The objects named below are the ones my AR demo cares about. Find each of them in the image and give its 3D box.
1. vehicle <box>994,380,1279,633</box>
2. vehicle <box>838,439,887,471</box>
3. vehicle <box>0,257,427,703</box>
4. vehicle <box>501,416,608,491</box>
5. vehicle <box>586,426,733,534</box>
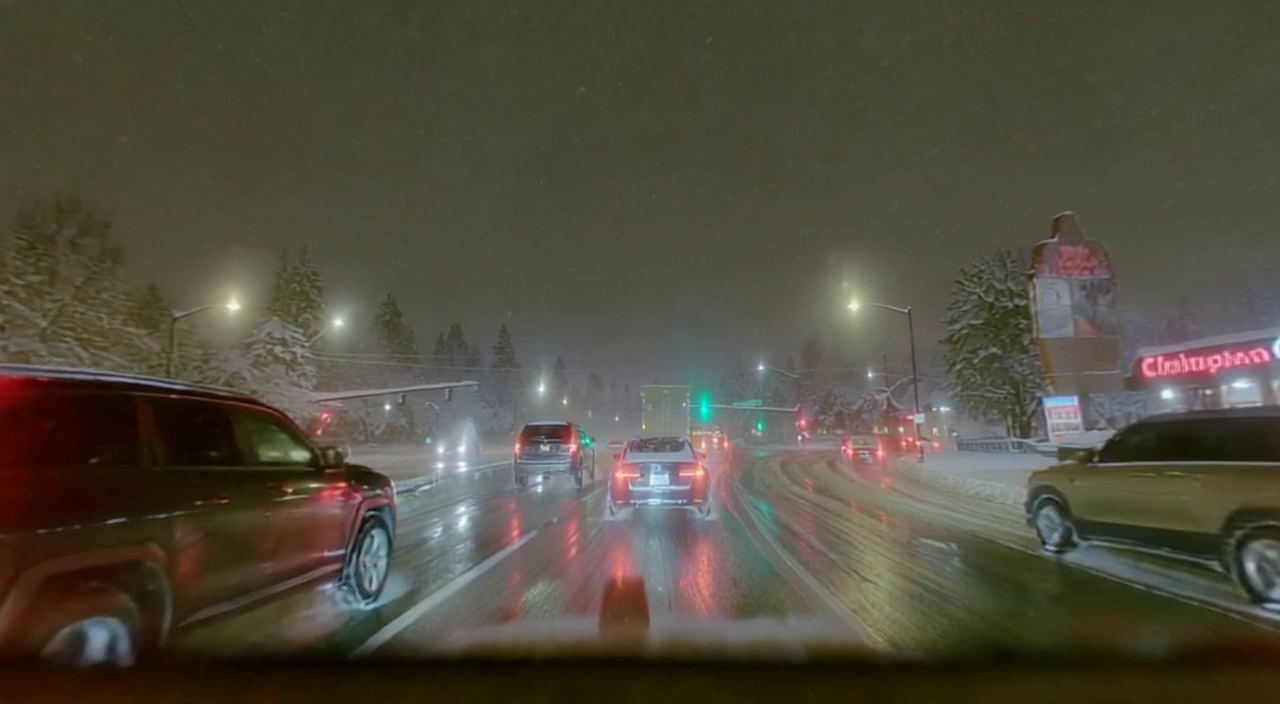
[{"bbox_3d":[5.689,1.291,5.768,2.141,1.794,4.933,0,-8,2],"label":"vehicle"},{"bbox_3d":[11.424,5.294,32.652,1.900,1.507,4.151,-2,-9,13],"label":"vehicle"},{"bbox_3d":[-3.015,0.821,3.206,2.124,1.829,4.799,0,-8,1],"label":"vehicle"},{"bbox_3d":[-2.370,3.028,19.113,2.289,1.935,5.227,0,-8,2],"label":"vehicle"},{"bbox_3d":[0.250,2.105,10.953,2.061,1.494,4.079,0,-8,-1],"label":"vehicle"}]
